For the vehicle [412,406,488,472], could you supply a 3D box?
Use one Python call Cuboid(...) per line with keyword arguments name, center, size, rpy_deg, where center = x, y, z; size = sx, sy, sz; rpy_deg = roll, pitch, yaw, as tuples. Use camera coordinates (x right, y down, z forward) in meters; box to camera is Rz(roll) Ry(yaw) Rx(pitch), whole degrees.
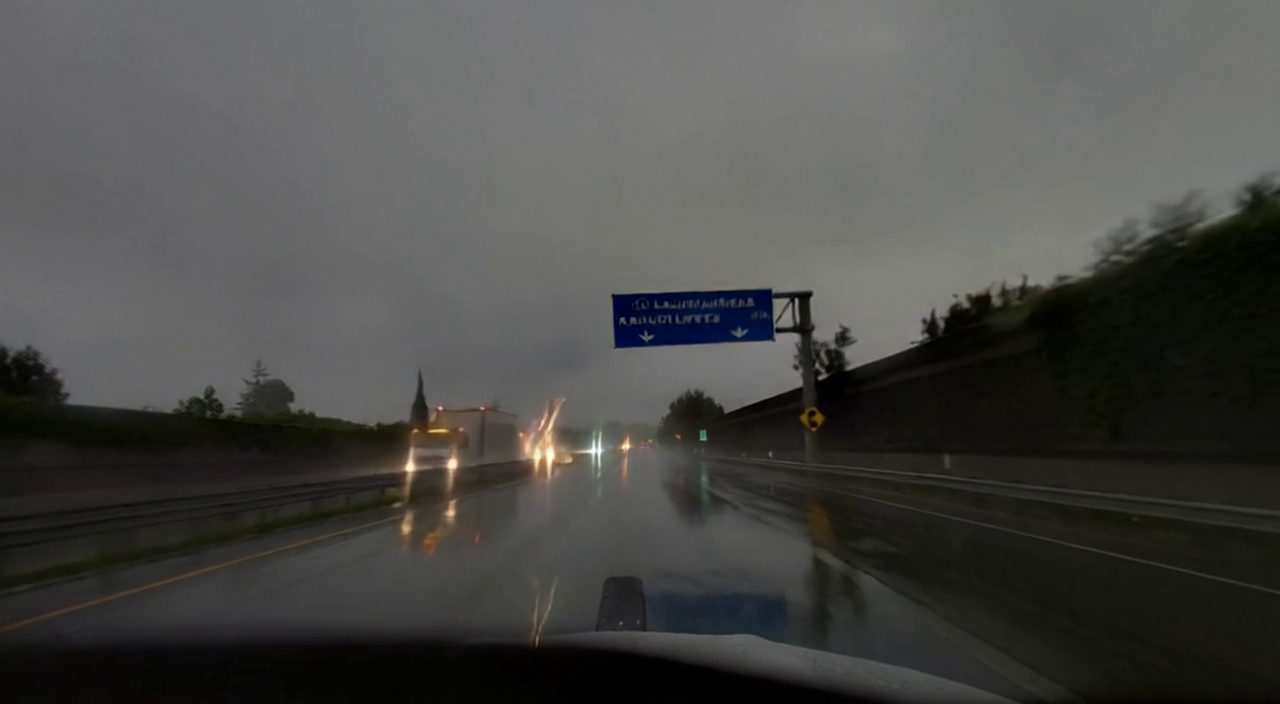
Cuboid(name="vehicle", center=(-11.931, 5.588, 40.288), size=(2.945, 3.831, 5.831), rpy_deg=(0, -9, 0))
